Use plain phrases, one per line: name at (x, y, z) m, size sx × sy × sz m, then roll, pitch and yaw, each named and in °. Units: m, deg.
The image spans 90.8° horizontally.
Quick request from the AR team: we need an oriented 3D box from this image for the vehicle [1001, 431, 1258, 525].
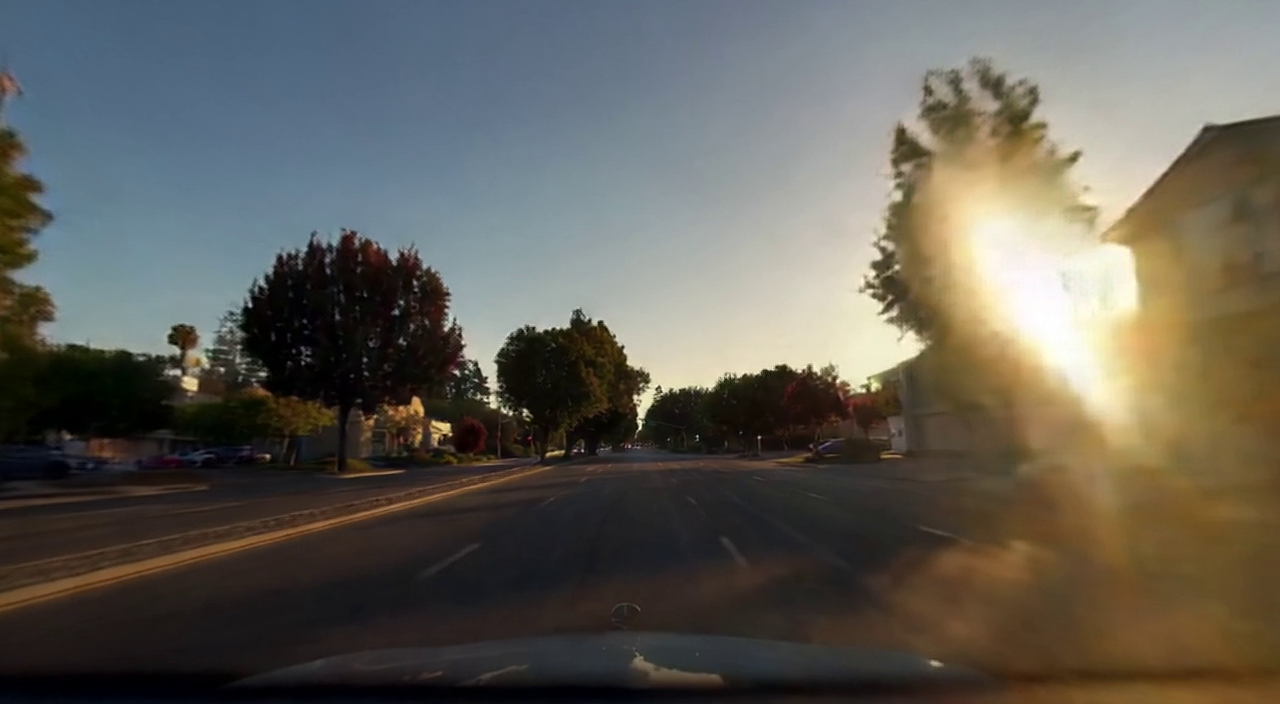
vehicle at (10.374, 2.672, 14.034) m, size 2.044 × 1.705 × 4.668 m, roll 0°, pitch -9°, yaw 2°
